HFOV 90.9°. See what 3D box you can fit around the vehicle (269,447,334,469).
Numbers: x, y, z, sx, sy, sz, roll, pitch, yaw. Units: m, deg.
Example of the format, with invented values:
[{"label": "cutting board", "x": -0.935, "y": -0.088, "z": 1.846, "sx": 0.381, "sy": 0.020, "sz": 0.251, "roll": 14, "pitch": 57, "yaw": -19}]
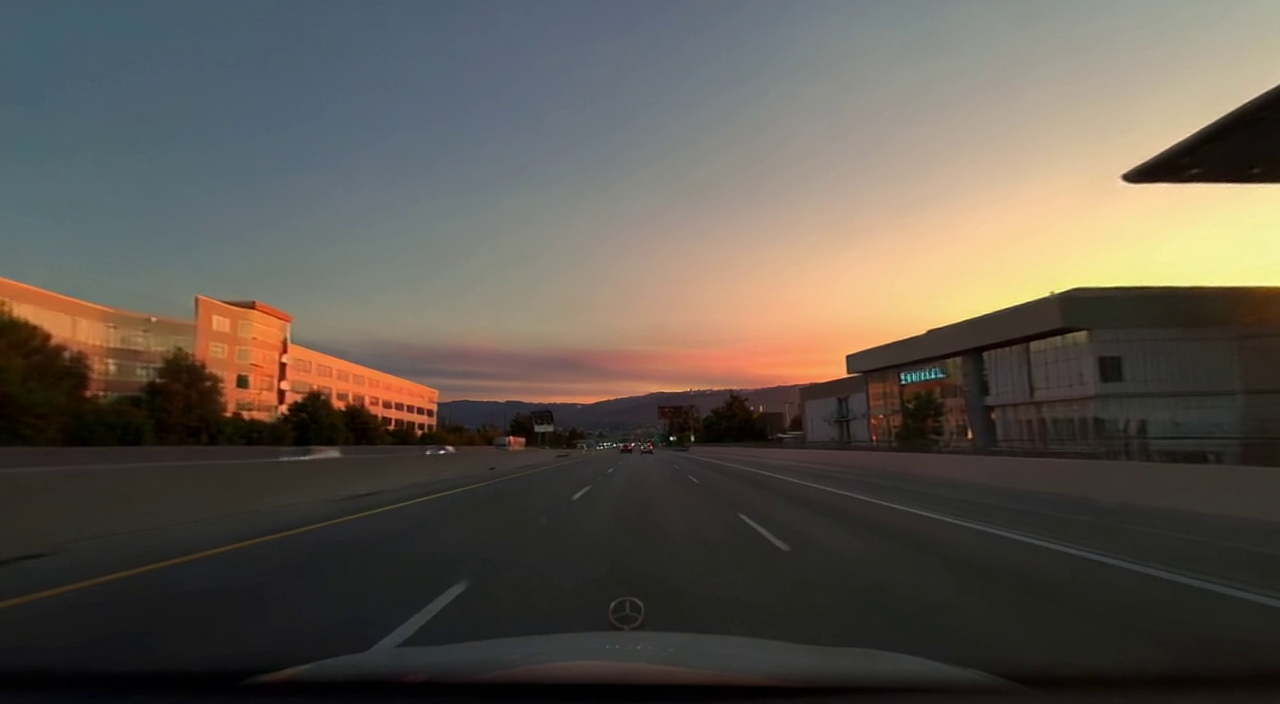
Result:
[{"label": "vehicle", "x": -23.264, "y": 7.272, "z": 43.569, "sx": 1.883, "sy": 1.444, "sz": 4.561, "roll": 0, "pitch": -8, "yaw": 1}]
